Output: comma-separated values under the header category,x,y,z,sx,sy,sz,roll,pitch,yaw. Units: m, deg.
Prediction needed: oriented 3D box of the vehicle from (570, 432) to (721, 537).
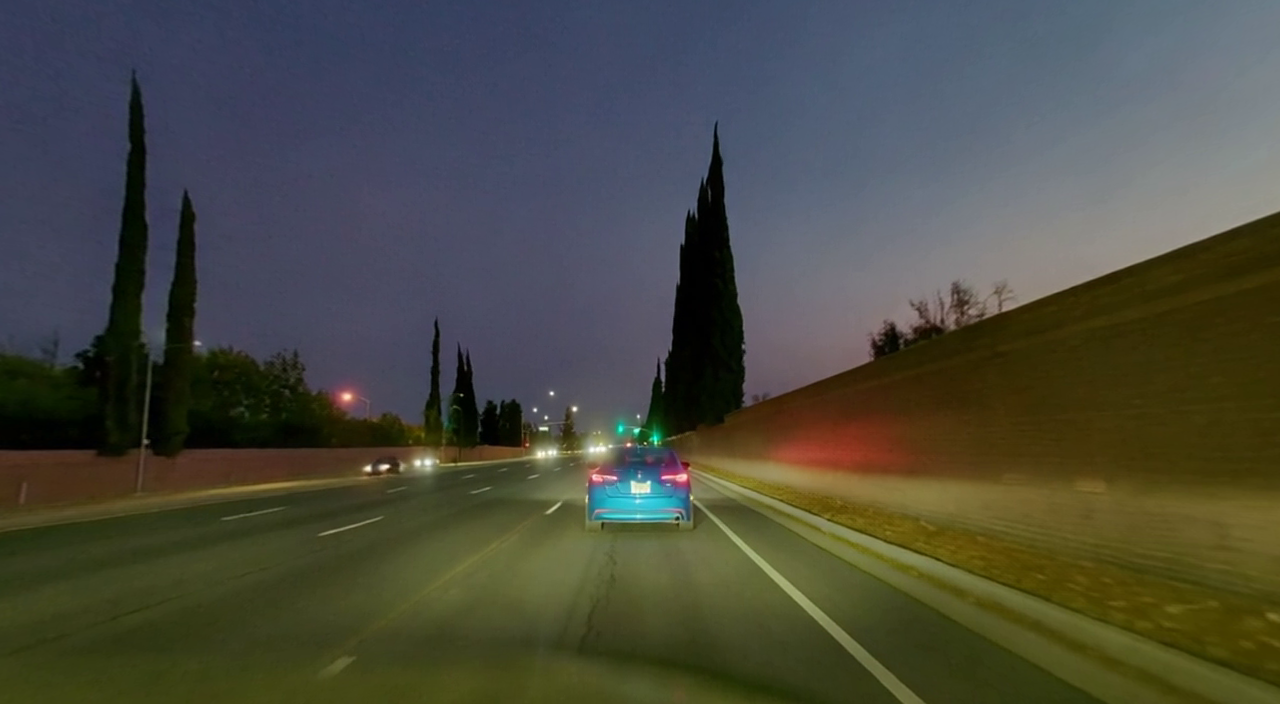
category,x,y,z,sx,sy,sz,roll,pitch,yaw
vehicle,0.063,2.254,11.415,2.205,1.509,4.272,0,-8,-1
